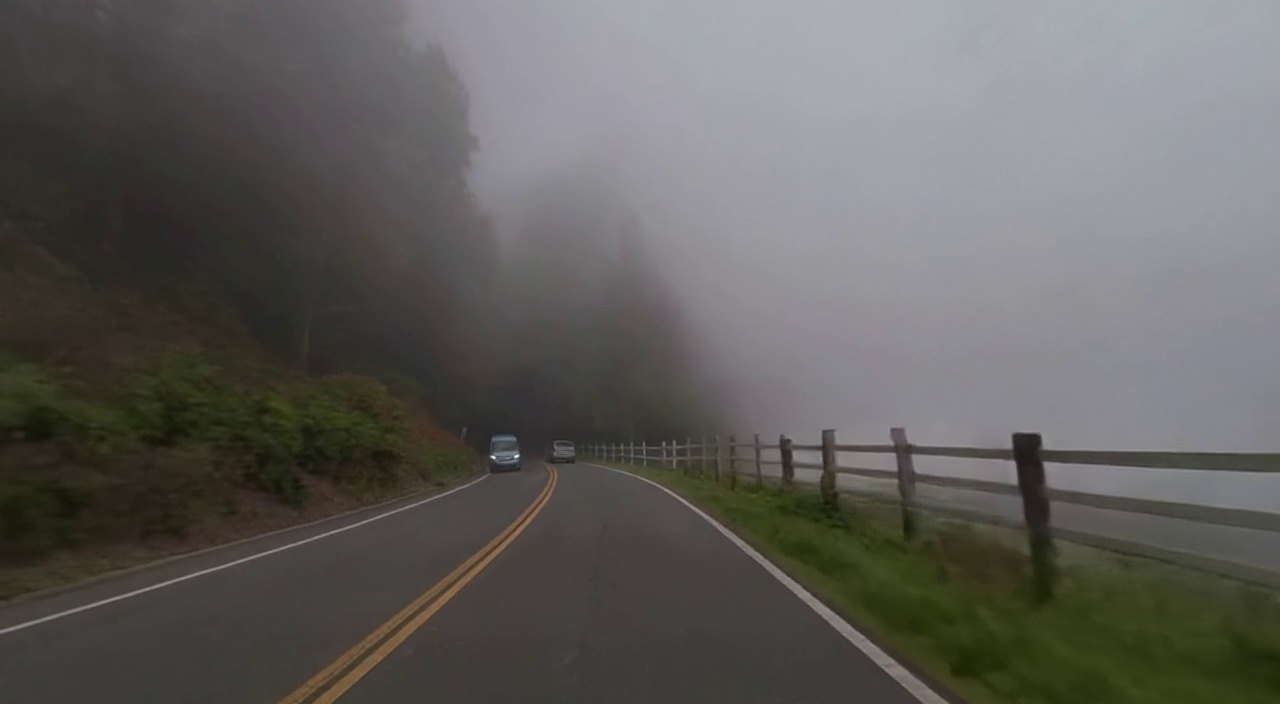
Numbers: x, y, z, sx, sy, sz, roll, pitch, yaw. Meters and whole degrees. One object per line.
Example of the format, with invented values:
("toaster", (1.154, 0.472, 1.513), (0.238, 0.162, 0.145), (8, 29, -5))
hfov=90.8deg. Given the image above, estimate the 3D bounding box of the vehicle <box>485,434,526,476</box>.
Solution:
("vehicle", (-8.715, 6.619, 40.747), (2.373, 2.488, 5.160), (2, -9, -13))
